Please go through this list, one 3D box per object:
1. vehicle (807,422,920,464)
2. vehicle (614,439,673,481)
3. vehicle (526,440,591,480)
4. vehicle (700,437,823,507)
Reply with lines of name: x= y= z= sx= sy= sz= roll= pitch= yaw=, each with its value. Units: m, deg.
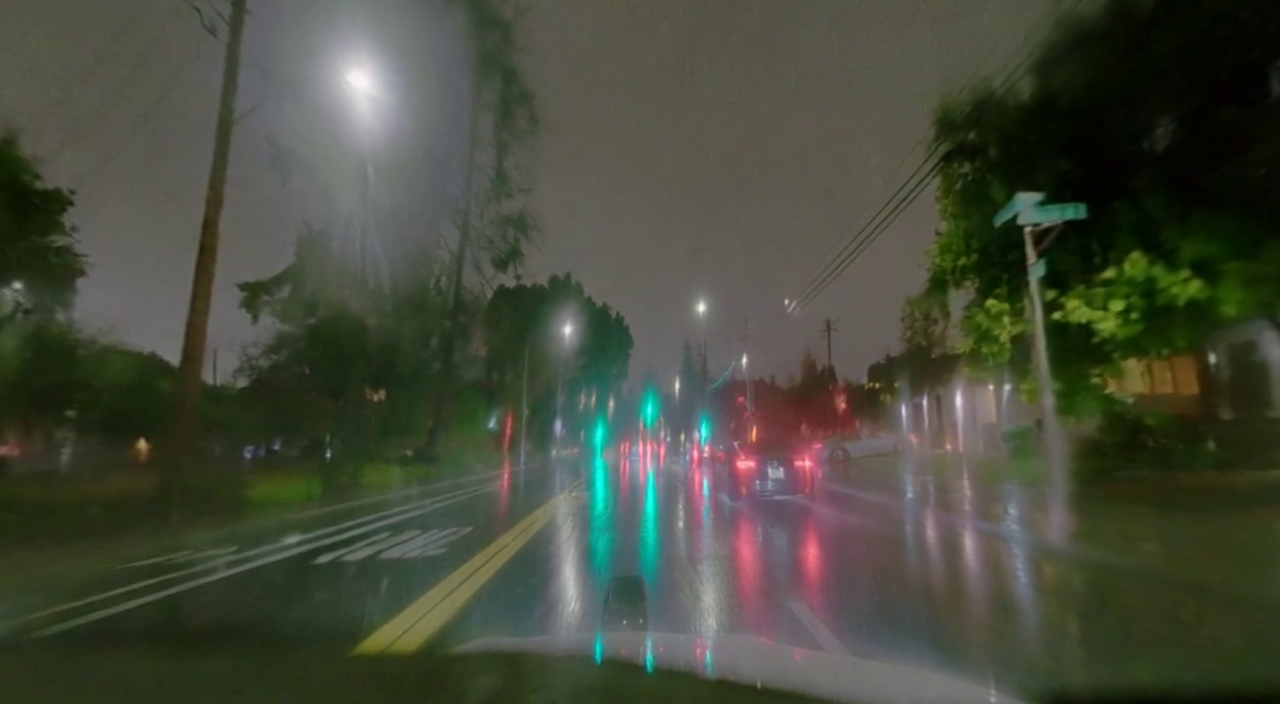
vehicle: x=13.702 y=5.614 z=38.945 sx=5.929 sy=1.970 sz=2.381 roll=-4 pitch=-8 yaw=-2
vehicle: x=0.124 y=4.161 z=24.658 sx=2.101 sy=1.467 sz=4.210 roll=0 pitch=-8 yaw=0
vehicle: x=-3.246 y=4.381 z=25.895 sx=2.012 sy=1.505 sz=4.205 roll=0 pitch=-8 yaw=1
vehicle: x=2.837 y=2.921 z=15.866 sx=2.158 sy=1.483 sz=4.415 roll=0 pitch=-8 yaw=0
